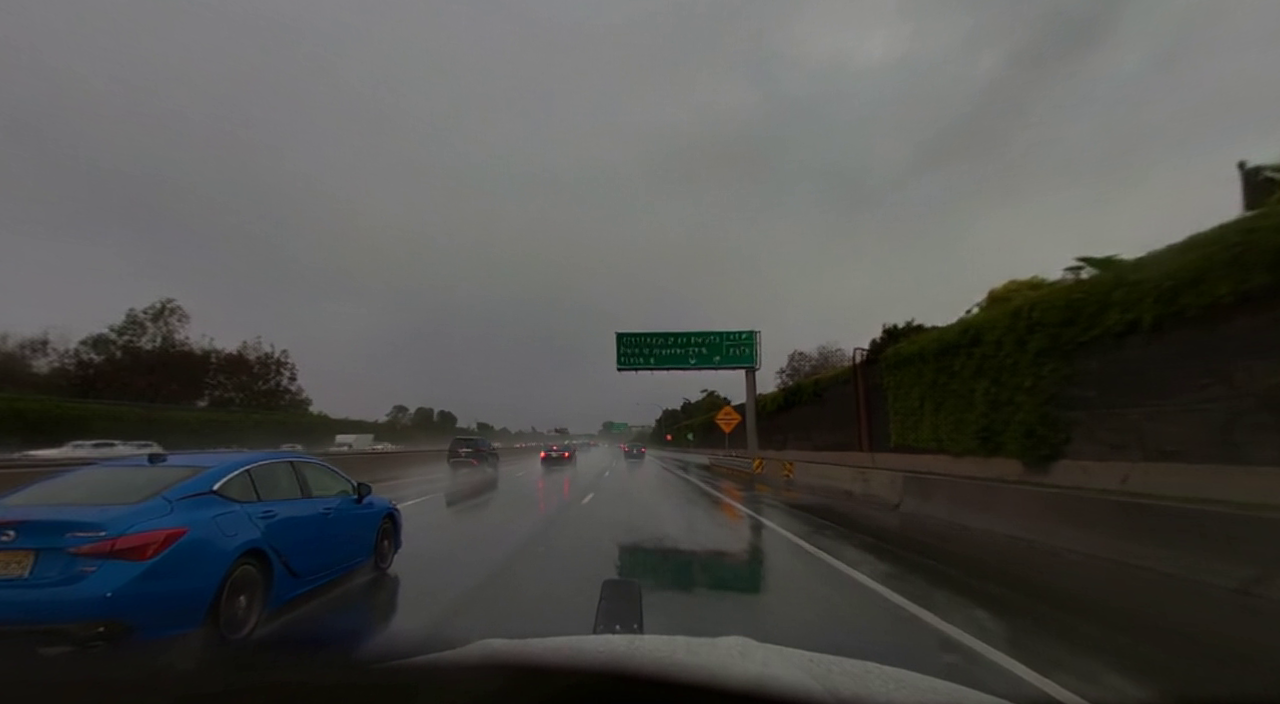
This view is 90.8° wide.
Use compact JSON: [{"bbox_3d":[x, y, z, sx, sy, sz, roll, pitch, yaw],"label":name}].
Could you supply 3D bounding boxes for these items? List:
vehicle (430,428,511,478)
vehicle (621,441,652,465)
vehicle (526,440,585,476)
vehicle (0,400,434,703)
[{"bbox_3d":[-7.331,4.414,27.925,2.171,1.982,5.246,0,-8,-1],"label":"vehicle"},{"bbox_3d":[-0.308,6.888,43.300,2.018,1.508,4.087,0,-8,-2],"label":"vehicle"},{"bbox_3d":[-3.687,4.720,28.416,2.068,1.501,4.395,0,-8,0],"label":"vehicle"},{"bbox_3d":[-3.388,1.300,5.067,2.025,1.506,4.429,0,-8,-1],"label":"vehicle"}]
